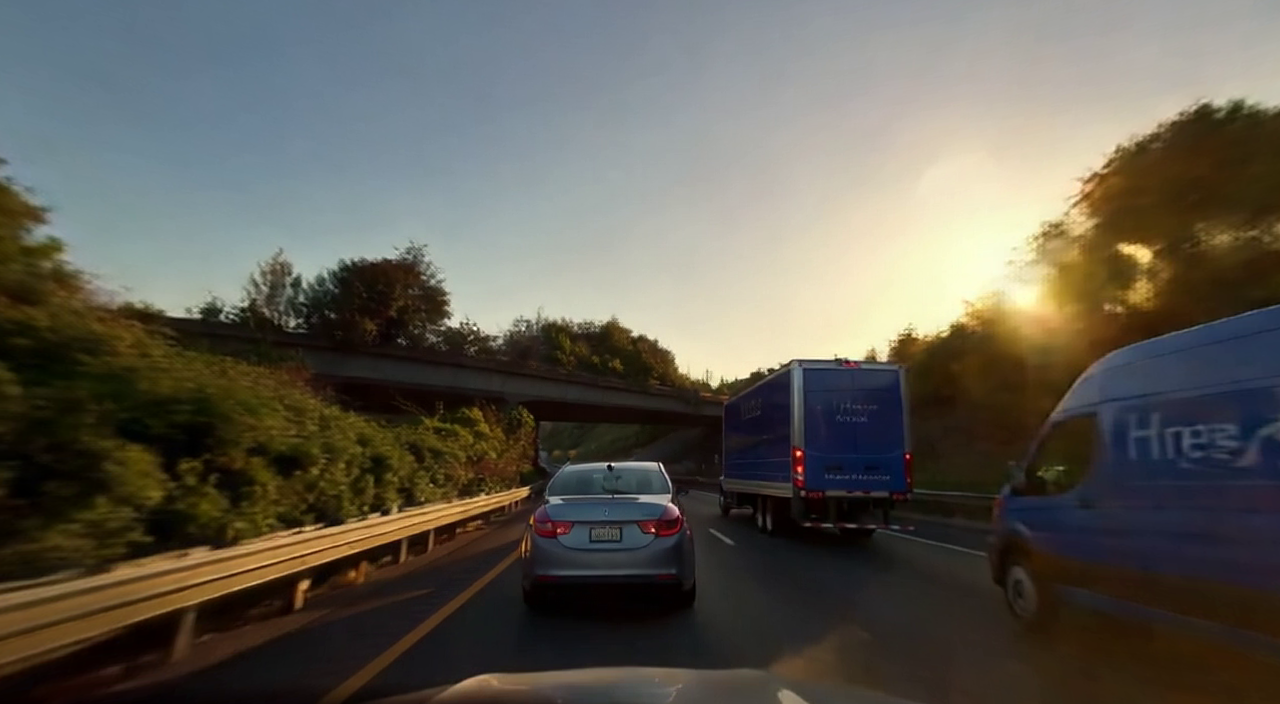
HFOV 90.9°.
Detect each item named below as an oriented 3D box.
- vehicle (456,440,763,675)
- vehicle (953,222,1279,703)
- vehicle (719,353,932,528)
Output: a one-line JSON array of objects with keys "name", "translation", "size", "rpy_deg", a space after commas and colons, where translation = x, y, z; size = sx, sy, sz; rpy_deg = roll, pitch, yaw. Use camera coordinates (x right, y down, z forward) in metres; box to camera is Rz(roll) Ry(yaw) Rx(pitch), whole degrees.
[{"name": "vehicle", "translation": [-0.244, 1.665, 5.881], "size": [1.980, 1.493, 3.410], "rpy_deg": [1, -11, -2]}, {"name": "vehicle", "translation": [4.190, 0.749, 3.312], "size": [2.328, 2.537, 5.290], "rpy_deg": [1, -11, 1]}, {"name": "vehicle", "translation": [4.936, 3.028, 20.068], "size": [2.936, 3.972, 11.144], "rpy_deg": [1, -11, -2]}]
